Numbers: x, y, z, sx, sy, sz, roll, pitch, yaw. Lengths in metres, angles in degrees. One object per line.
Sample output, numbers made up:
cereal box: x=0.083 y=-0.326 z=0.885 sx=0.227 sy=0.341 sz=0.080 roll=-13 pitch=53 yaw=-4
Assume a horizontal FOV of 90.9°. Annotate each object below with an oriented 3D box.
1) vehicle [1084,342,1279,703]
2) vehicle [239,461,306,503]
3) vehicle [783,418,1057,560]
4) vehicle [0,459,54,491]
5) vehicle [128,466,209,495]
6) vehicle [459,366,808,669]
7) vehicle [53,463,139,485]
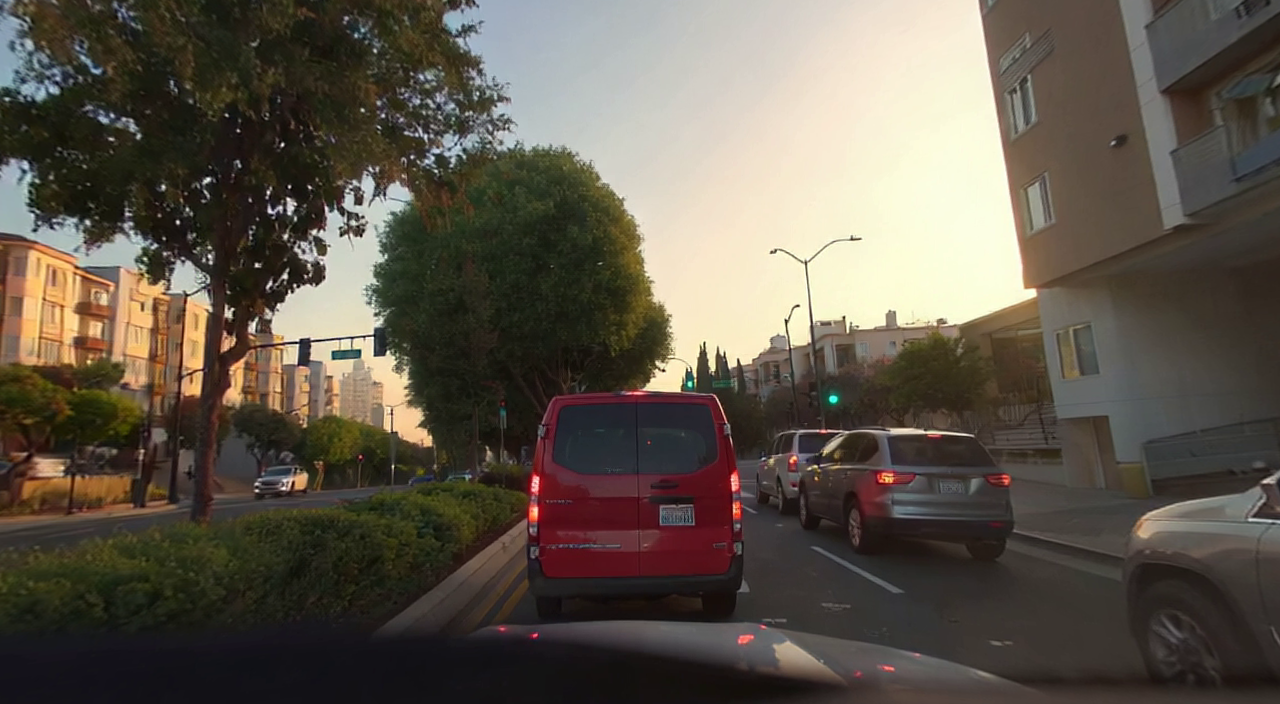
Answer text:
vehicle: x=3.810 y=0.693 z=1.742 sx=2.157 sy=1.748 sz=4.130 roll=0 pitch=-9 yaw=1
vehicle: x=-15.403 y=5.409 z=26.648 sx=1.852 sy=1.485 sz=4.428 roll=3 pitch=-9 yaw=-23
vehicle: x=3.925 y=2.005 z=10.021 sx=2.061 sy=1.676 sz=4.734 roll=0 pitch=-9 yaw=-2
vehicle: x=-35.472 y=6.851 z=35.146 sx=3.843 sy=1.680 sz=1.782 roll=-1 pitch=-9 yaw=4
vehicle: x=-33.253 y=9.065 z=44.532 sx=4.292 sy=1.492 sz=1.772 roll=-6 pitch=-14 yaw=-1
vehicle: x=-0.030 y=1.323 z=6.044 sx=2.101 sy=1.828 sz=4.270 roll=0 pitch=-9 yaw=0
vehicle: x=-38.458 y=8.630 z=44.638 sx=4.396 sy=1.458 sz=1.809 roll=-1 pitch=-9 yaw=2
